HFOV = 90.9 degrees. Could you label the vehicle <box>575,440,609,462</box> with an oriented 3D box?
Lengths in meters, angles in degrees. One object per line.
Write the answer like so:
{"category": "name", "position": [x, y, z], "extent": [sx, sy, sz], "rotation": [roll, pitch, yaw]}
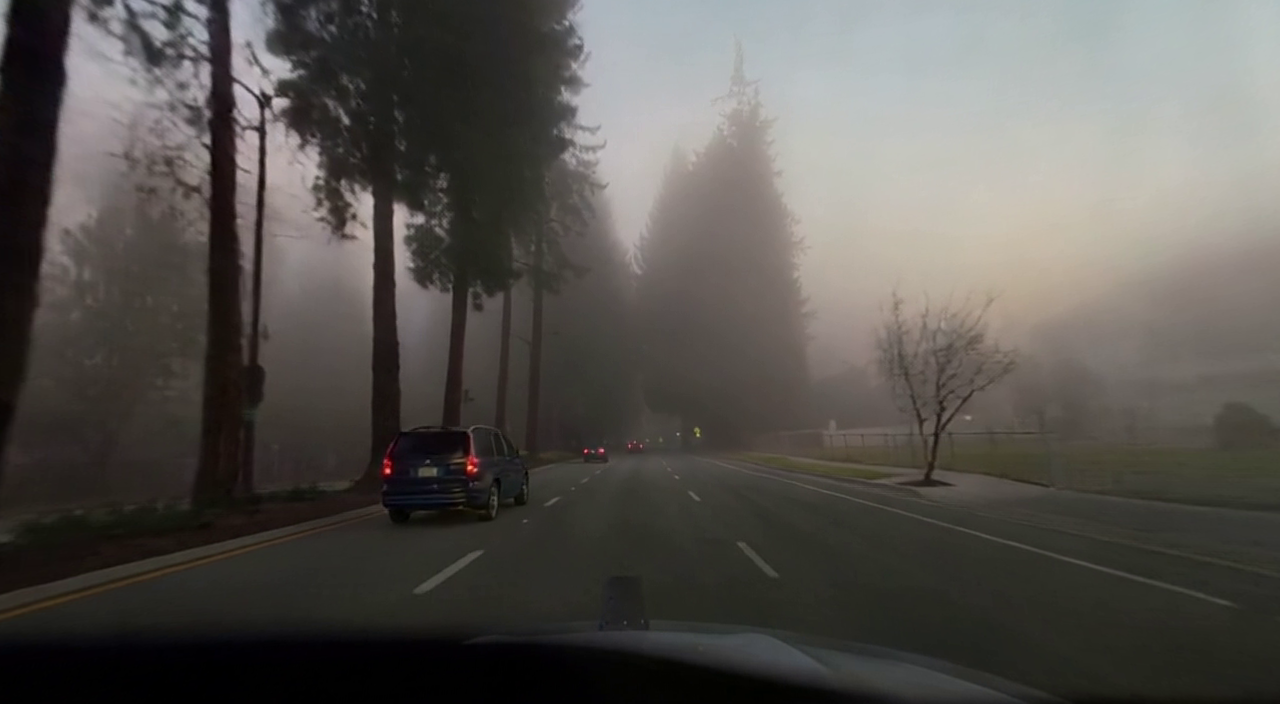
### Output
{"category": "vehicle", "position": [-3.364, 6.977, 44.591], "extent": [2.021, 1.466, 4.330], "rotation": [0, -8, 1]}

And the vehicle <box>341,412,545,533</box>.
{"category": "vehicle", "position": [-3.126, 2.043, 11.260], "extent": [2.058, 1.671, 4.704], "rotation": [0, -8, 1]}
